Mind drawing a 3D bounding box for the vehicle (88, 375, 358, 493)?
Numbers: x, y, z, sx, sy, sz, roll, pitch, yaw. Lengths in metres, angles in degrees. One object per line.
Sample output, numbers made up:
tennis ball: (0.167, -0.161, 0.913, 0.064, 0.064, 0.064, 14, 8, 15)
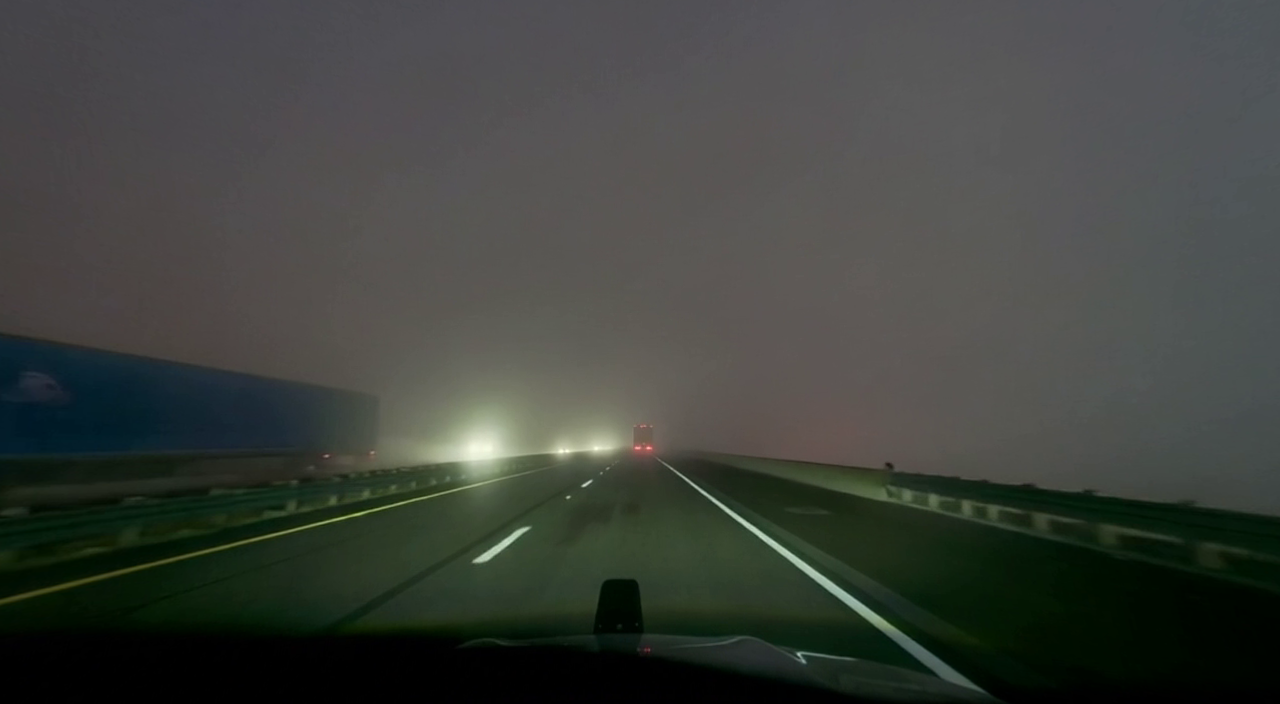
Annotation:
vehicle: (-17.479, 3.858, 28.786, 2.840, 4.054, 14.000, 0, -9, 0)

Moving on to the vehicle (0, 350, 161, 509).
vehicle: (-17.457, 1.918, 15.668, 2.964, 3.929, 10.326, 0, -9, 0)
